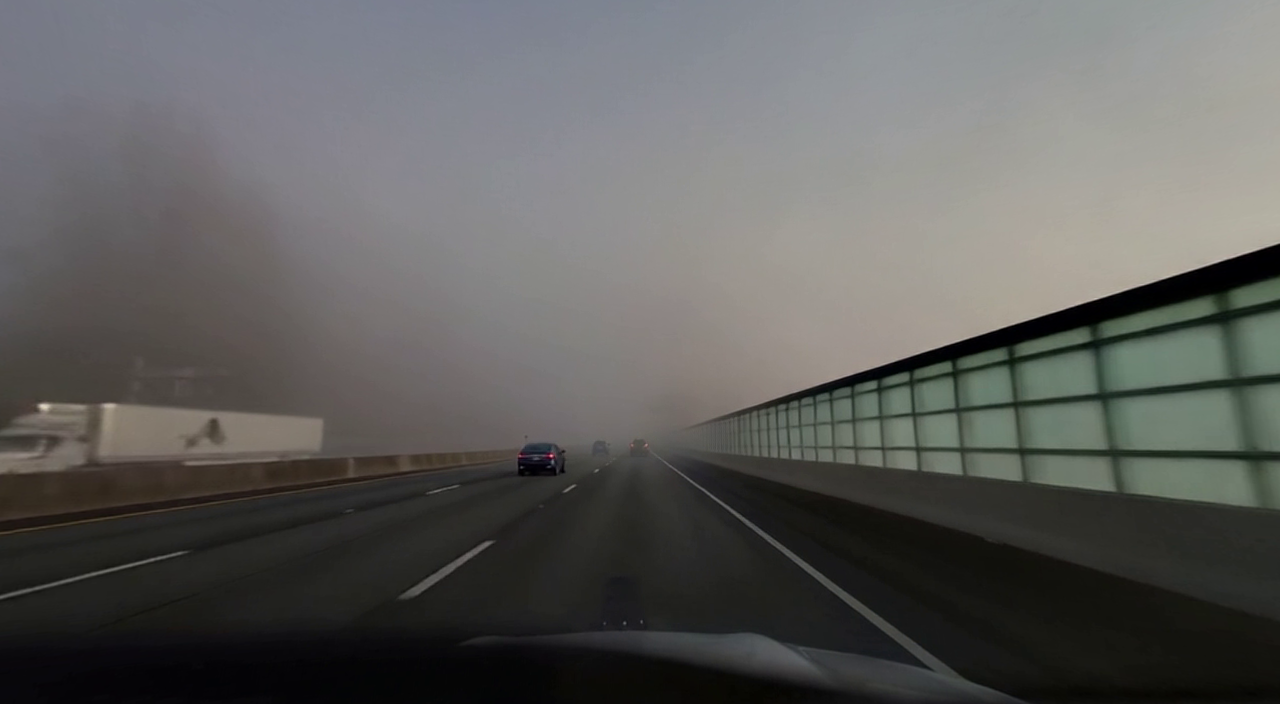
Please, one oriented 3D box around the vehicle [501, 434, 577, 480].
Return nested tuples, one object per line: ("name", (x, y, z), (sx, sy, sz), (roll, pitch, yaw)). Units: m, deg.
("vehicle", (-3.614, 3.854, 23.260), (2.059, 1.541, 4.296), (0, -8, 0))
